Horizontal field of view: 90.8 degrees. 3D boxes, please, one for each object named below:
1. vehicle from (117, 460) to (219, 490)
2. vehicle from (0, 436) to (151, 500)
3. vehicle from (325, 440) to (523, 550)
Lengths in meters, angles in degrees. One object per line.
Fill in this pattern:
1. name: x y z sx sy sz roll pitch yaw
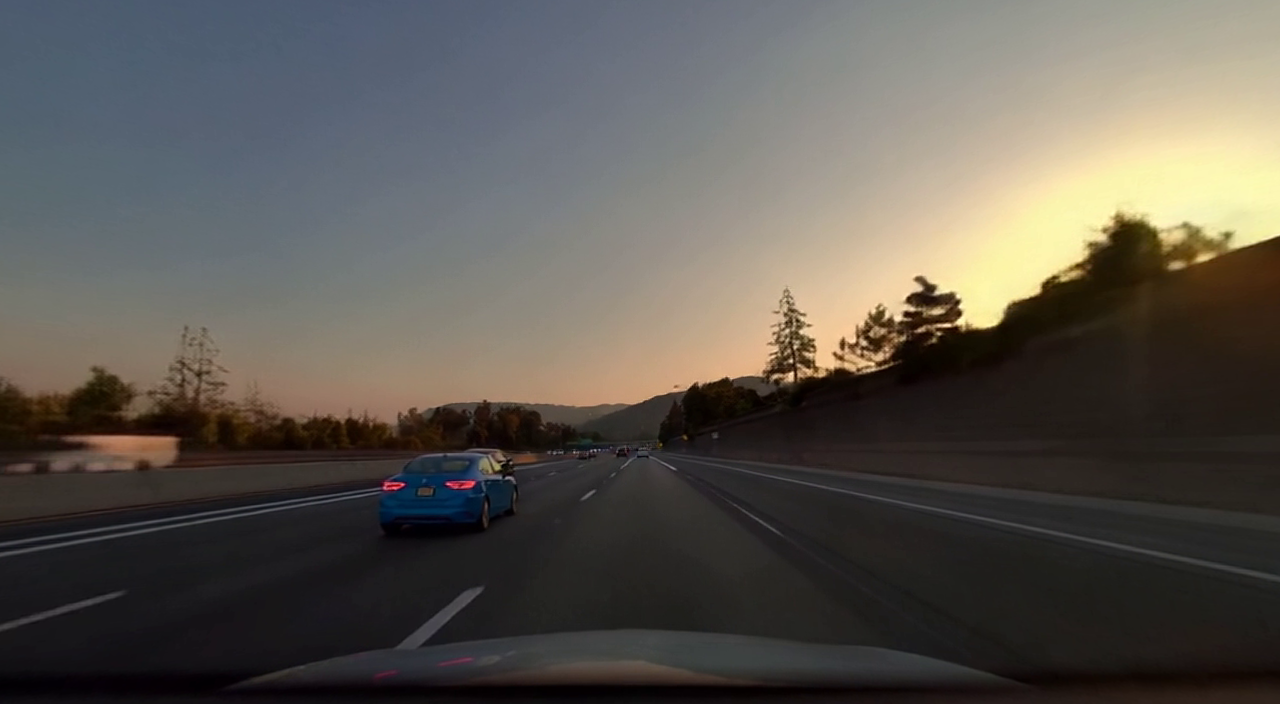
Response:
1. vehicle: -24.965 6.501 33.570 2.283 1.455 3.923 0 -9 2
2. vehicle: -25.036 4.993 27.687 2.298 2.459 5.934 0 -9 1
3. vehicle: -3.330 2.262 10.625 1.935 1.479 3.787 0 -9 1
